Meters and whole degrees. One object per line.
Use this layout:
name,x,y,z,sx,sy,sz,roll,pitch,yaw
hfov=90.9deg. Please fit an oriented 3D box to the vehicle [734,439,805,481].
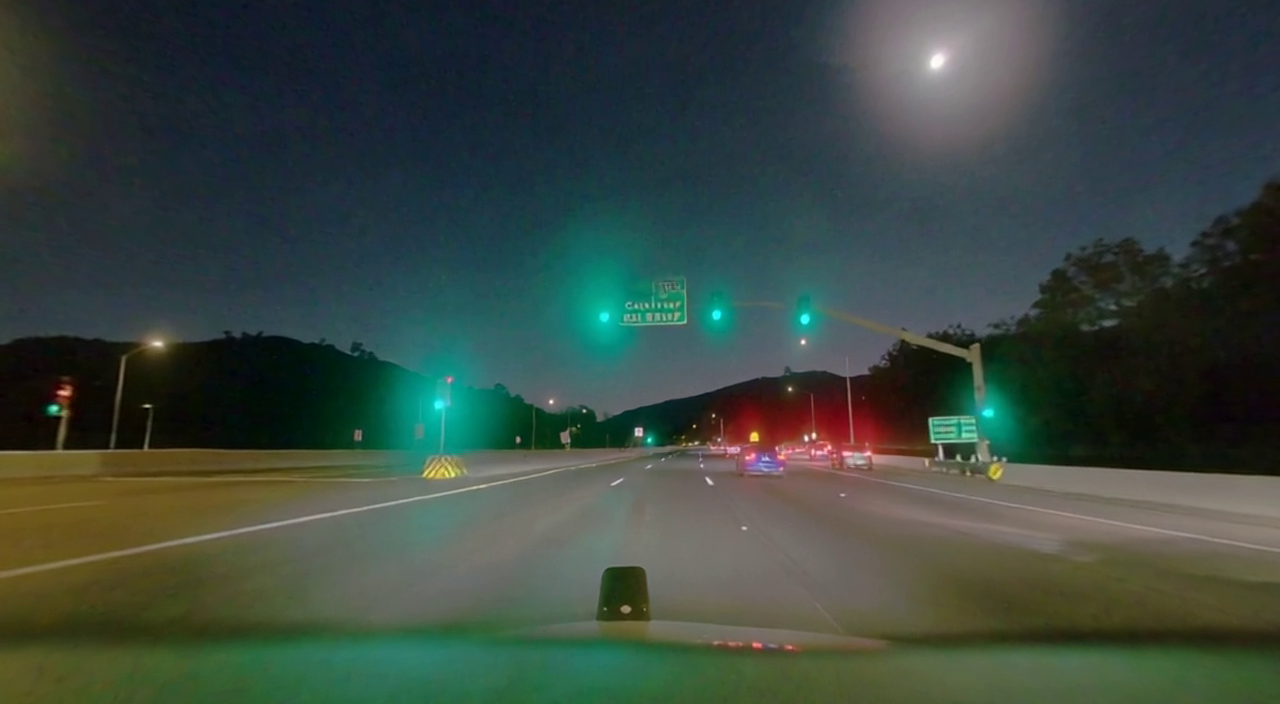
vehicle,4.896,4.132,24.388,1.916,1.469,4.481,0,-8,2
